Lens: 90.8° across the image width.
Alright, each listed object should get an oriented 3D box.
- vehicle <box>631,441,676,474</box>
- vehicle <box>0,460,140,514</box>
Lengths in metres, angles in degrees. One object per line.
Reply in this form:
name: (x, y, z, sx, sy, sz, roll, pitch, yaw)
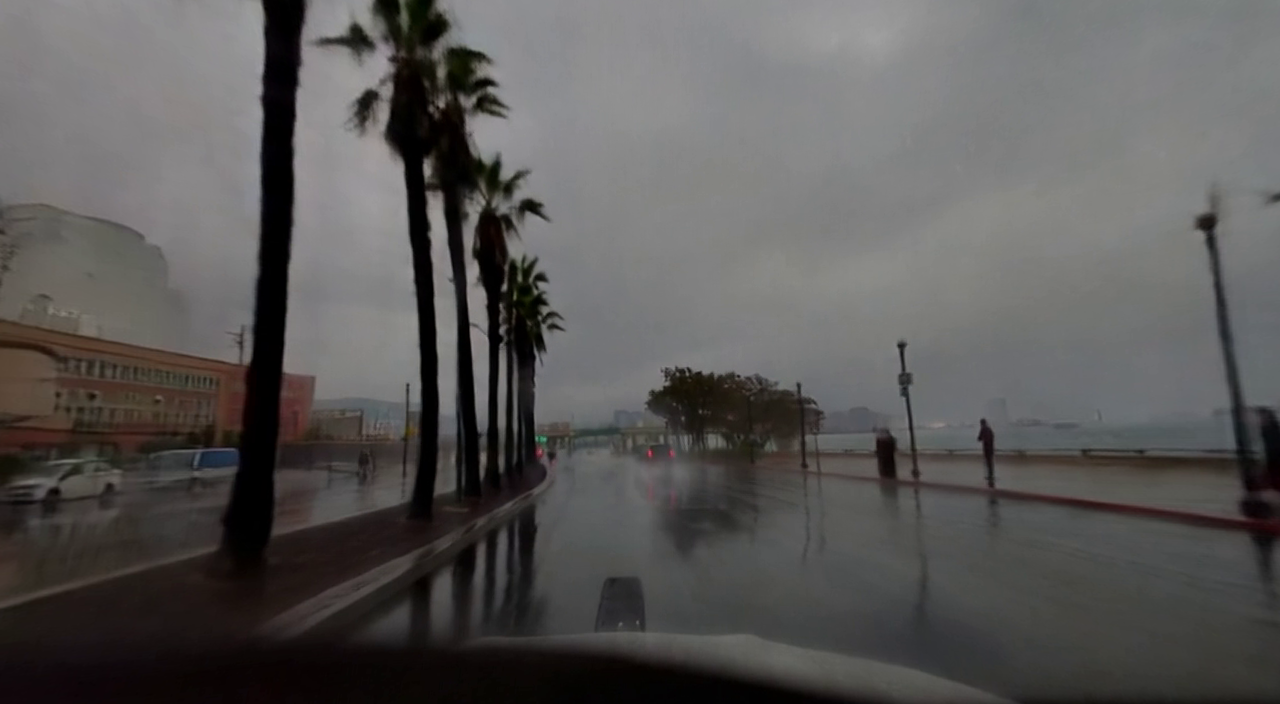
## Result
vehicle: (0.767, 6.954, 42.063, 2.284, 2.010, 6.670, 0, -8, -5)
vehicle: (-21.804, 4.944, 23.633, 2.285, 1.689, 4.968, 0, -9, -3)
